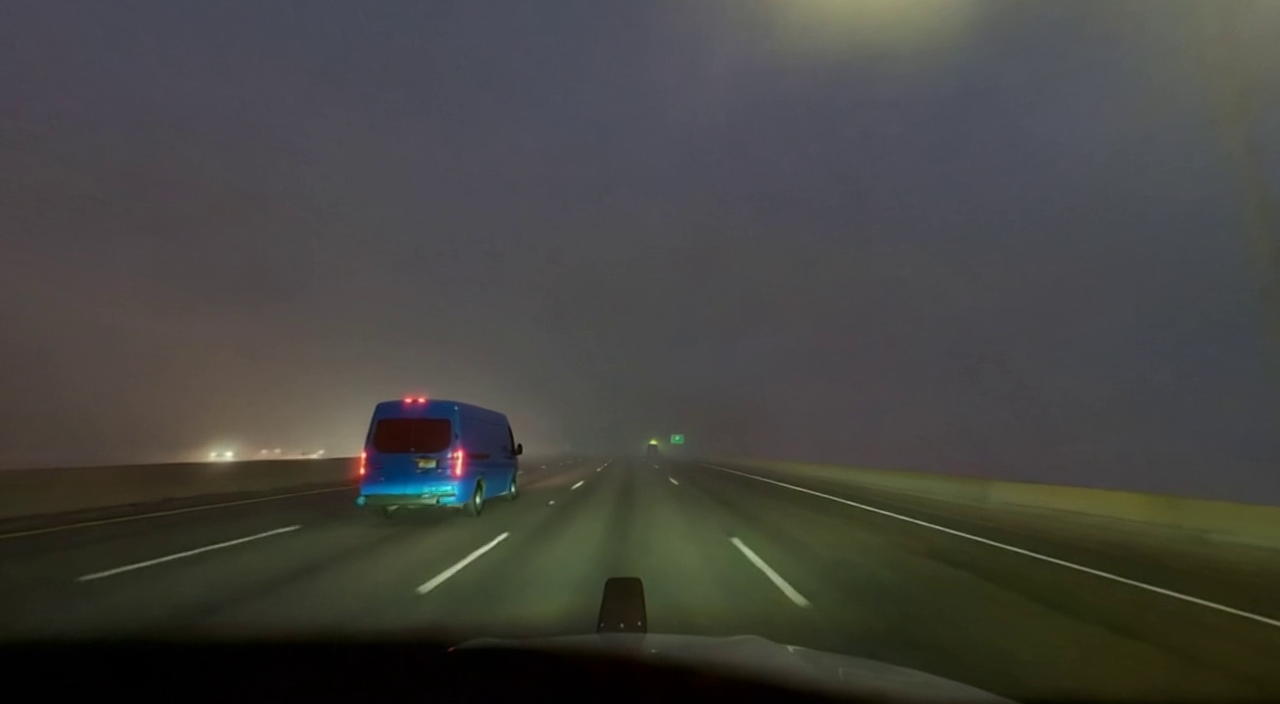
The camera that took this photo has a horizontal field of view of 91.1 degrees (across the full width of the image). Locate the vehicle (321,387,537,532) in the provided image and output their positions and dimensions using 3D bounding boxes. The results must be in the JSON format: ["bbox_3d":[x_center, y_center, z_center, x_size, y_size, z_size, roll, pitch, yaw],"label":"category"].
[{"bbox_3d":[-3.733,2.080,12.551,2.372,2.248,5.393,0,-9,1],"label":"vehicle"}]
